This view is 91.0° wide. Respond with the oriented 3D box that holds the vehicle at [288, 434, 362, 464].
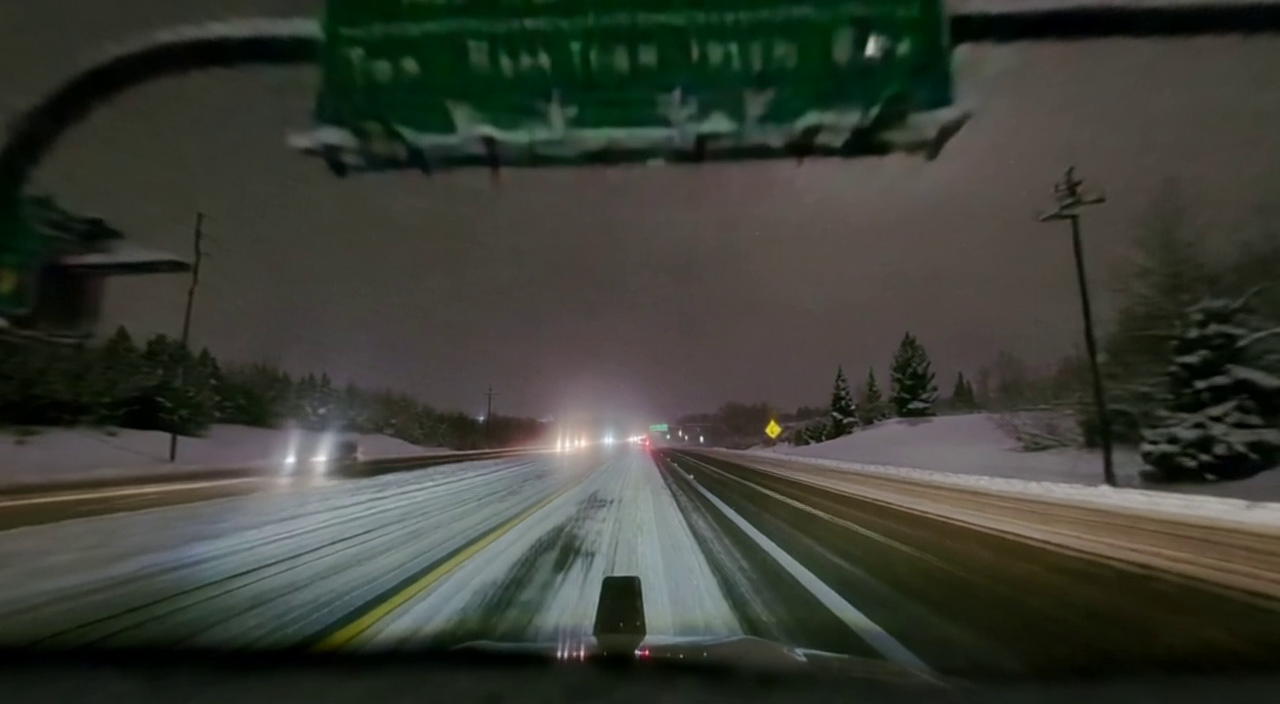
[{"bbox_3d":[-17.260,5.415,34.738,1.854,1.538,4.215,0,-10,0],"label":"vehicle"}]
